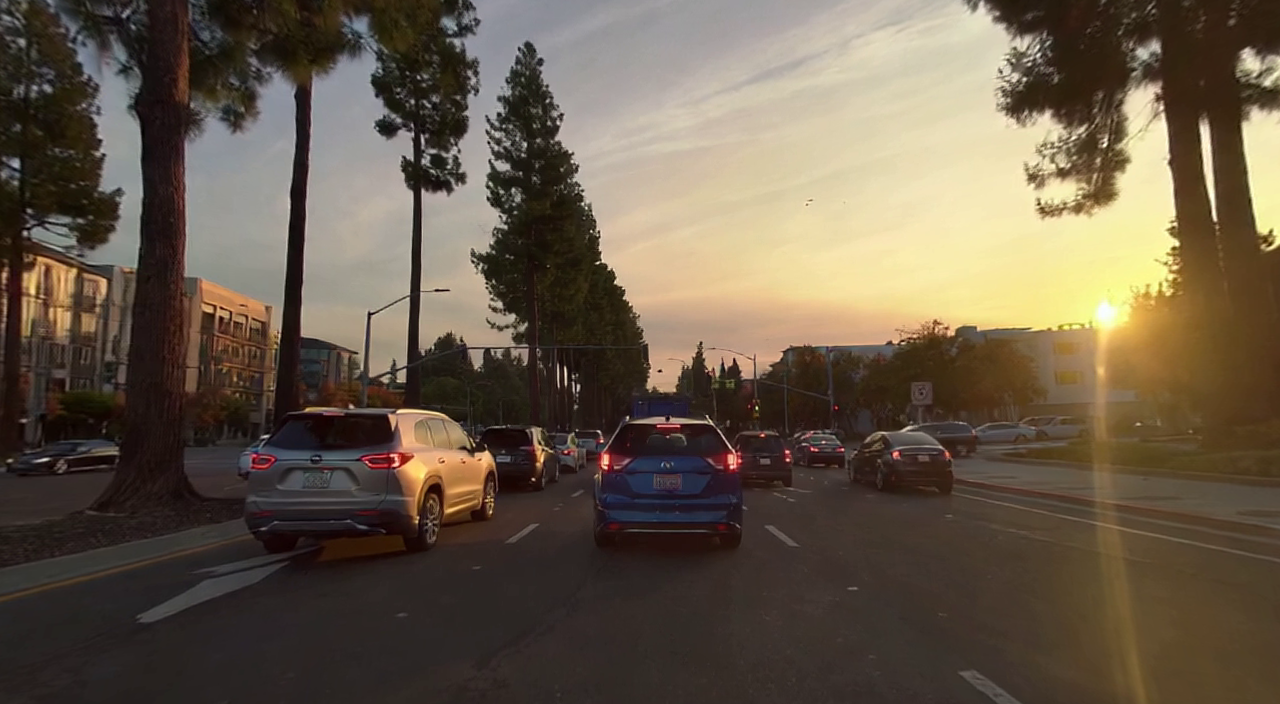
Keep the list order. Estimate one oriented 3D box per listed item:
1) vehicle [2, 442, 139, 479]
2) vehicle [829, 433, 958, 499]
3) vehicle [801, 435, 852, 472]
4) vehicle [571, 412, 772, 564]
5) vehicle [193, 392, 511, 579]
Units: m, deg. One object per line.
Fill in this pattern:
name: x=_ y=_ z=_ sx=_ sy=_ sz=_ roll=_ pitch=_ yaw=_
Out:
vehicle: x=-23.904 y=4.539 z=26.643 sx=1.966 sy=1.415 sz=4.084 roll=0 pitch=-8 yaw=0
vehicle: x=6.860 y=3.111 z=17.621 sx=2.067 sy=1.599 sz=4.251 roll=-1 pitch=-8 yaw=4
vehicle: x=8.997 y=4.847 z=30.213 sx=2.032 sy=1.621 sz=4.082 roll=-3 pitch=-9 yaw=20
vehicle: x=0.371 y=1.795 z=9.038 sx=2.189 sy=1.649 sz=4.171 roll=0 pitch=-8 yaw=1
vehicle: x=-3.261 y=1.620 z=8.381 sx=2.085 sy=1.812 sz=4.388 roll=0 pitch=-8 yaw=1
